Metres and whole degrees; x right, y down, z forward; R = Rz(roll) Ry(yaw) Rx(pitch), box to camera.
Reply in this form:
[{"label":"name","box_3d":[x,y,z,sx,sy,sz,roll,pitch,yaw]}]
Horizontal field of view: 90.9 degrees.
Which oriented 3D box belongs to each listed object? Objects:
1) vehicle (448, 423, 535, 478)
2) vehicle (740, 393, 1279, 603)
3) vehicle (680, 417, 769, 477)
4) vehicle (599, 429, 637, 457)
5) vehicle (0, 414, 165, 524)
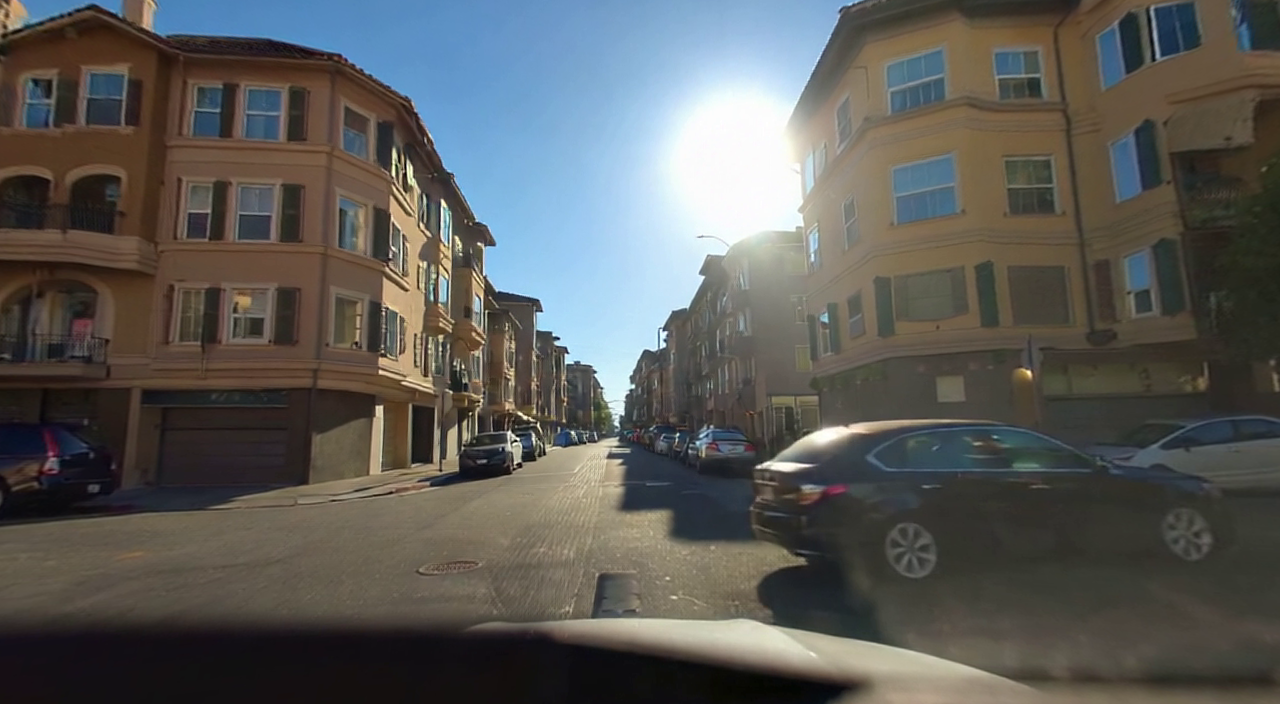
[{"label":"vehicle","box_3d":[-4.226,2.858,18.488,1.882,1.459,3.518,1,-8,-4]},{"label":"vehicle","box_3d":[3.432,1.258,6.091,4.469,1.566,1.993,1,-7,-8]},{"label":"vehicle","box_3d":[2.326,2.752,18.371,1.868,1.544,3.869,1,-8,-3]},{"label":"vehicle","box_3d":[-1.378,5.831,40.597,2.341,1.675,4.360,0,-8,-1]},{"label":"vehicle","box_3d":[-11.045,1.869,10.392,4.679,1.631,2.025,1,-8,-2]}]
